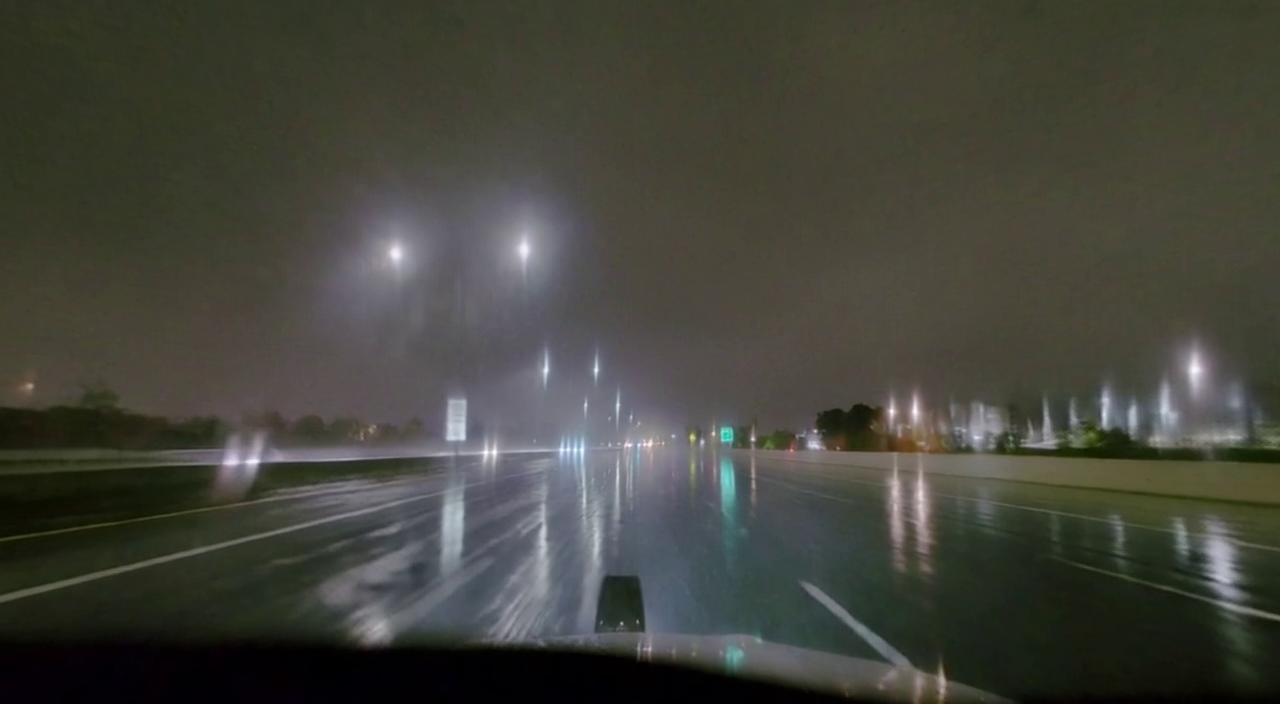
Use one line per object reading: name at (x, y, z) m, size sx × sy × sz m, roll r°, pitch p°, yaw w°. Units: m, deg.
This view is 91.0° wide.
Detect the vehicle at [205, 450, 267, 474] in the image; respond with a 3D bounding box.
vehicle at (-25.606, 6.958, 40.058) m, size 1.575 × 1.431 × 3.580 m, roll 0°, pitch -9°, yaw -1°
